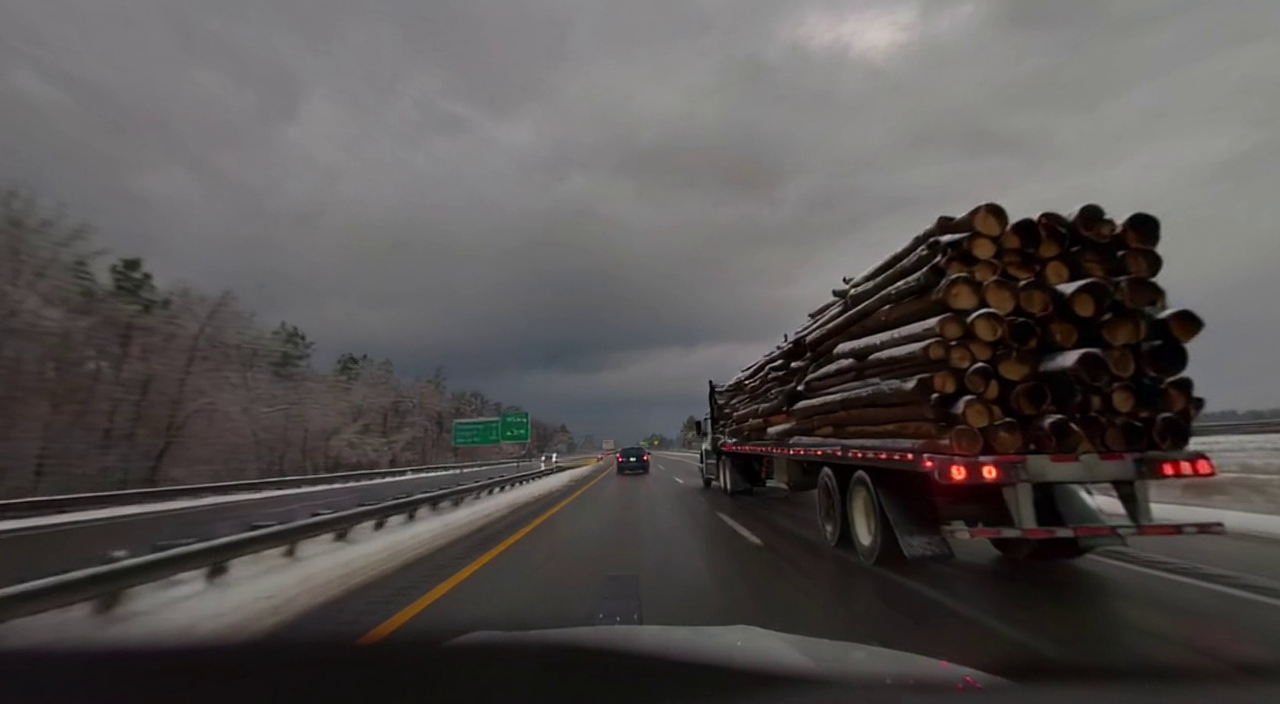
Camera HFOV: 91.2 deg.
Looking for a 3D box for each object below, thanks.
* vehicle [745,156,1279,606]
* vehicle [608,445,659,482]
[{"bbox_3d":[3.914,0.782,9.594,3.004,3.923,8.363,0,-9,-1],"label":"vehicle"},{"bbox_3d":[-0.290,4.942,28.069,2.099,1.506,4.097,0,-9,0],"label":"vehicle"}]
